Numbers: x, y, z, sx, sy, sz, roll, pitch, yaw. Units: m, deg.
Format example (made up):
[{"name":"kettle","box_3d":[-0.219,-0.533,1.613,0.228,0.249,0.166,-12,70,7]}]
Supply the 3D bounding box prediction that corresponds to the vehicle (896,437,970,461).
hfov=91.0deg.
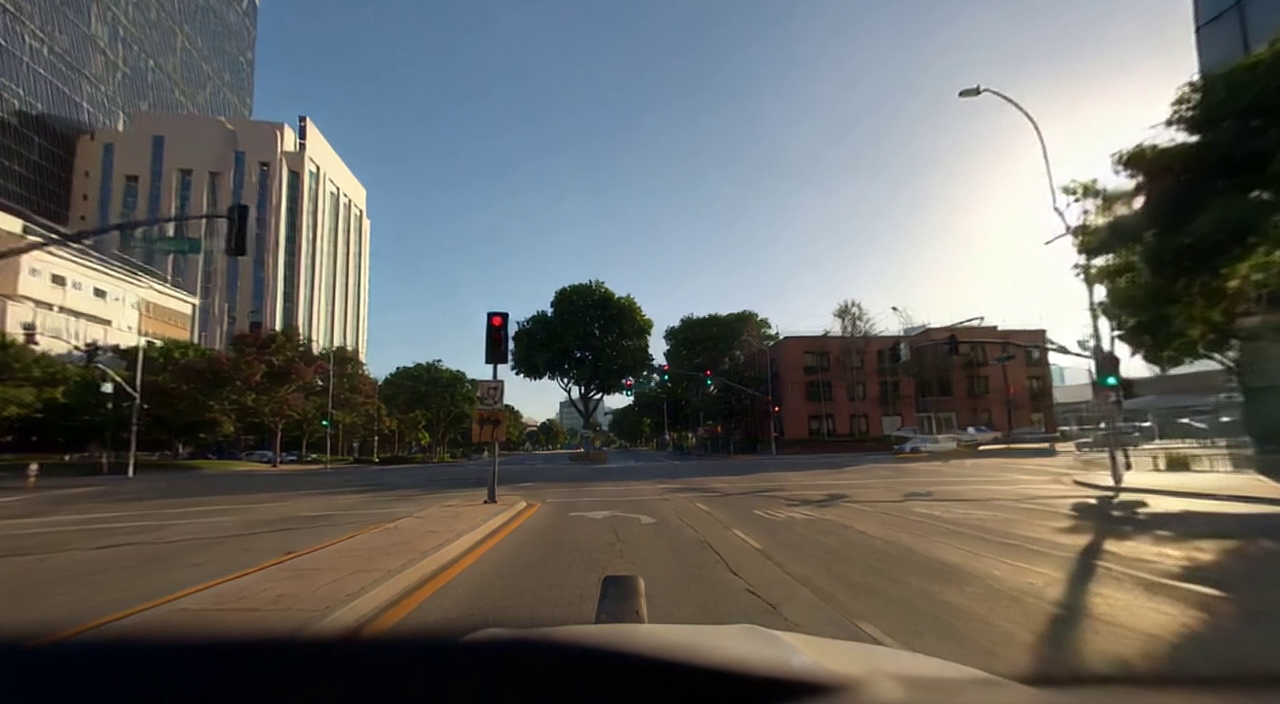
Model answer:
[{"name":"vehicle","box_3d":[20.837,6.878,44.784,4.769,1.634,1.884,2,-9,-20]}]
